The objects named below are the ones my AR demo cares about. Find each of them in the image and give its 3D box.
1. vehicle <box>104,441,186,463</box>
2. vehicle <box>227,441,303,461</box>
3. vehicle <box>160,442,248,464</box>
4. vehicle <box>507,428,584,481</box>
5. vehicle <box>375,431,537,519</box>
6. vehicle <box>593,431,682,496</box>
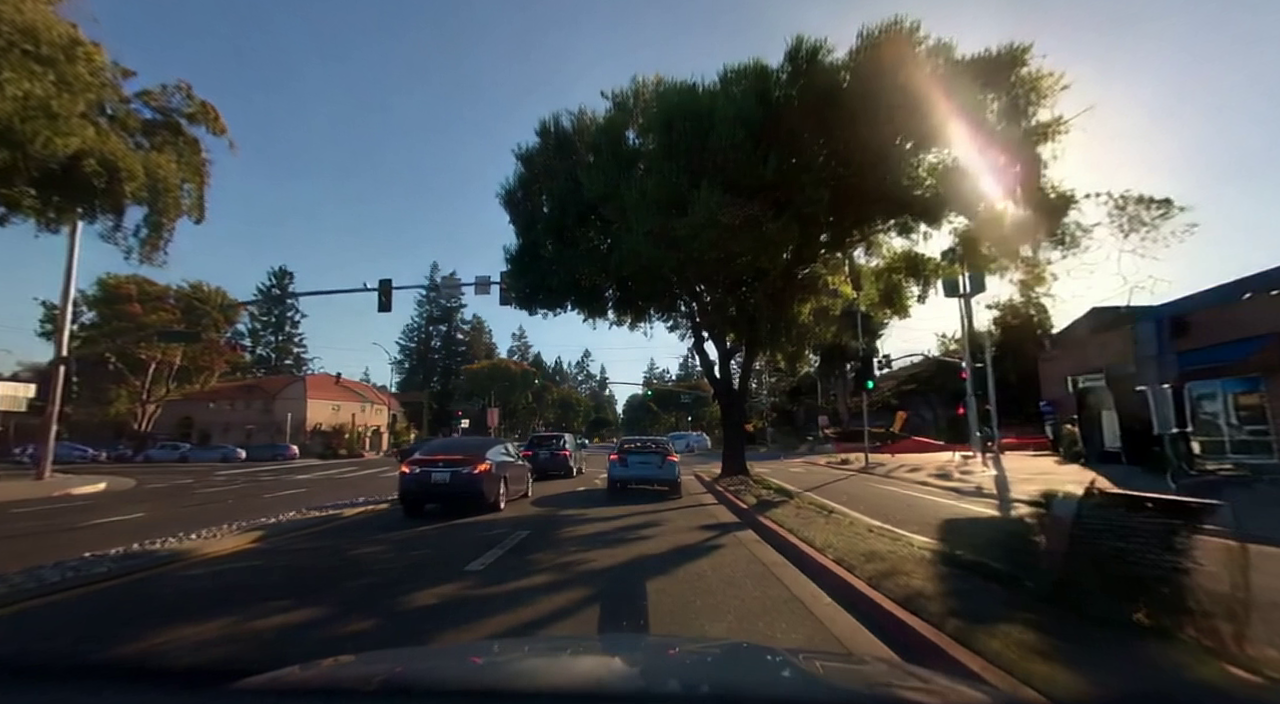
[{"bbox_3d":[-36.909,7.459,47.059,4.513,1.616,1.899,0,-8,1],"label":"vehicle"},{"bbox_3d":[-27.926,7.401,47.040,4.423,1.444,1.836,0,-8,2],"label":"vehicle"},{"bbox_3d":[-29.936,6.952,43.397,4.708,1.467,1.819,0,-8,2],"label":"vehicle"},{"bbox_3d":[-3.322,3.709,23.032,2.029,1.752,4.420,0,-8,1],"label":"vehicle"},{"bbox_3d":[-3.551,2.455,13.200,1.942,1.497,4.561,0,-8,1],"label":"vehicle"},{"bbox_3d":[-0.074,2.887,16.654,2.066,1.482,3.923,0,-8,0],"label":"vehicle"}]
